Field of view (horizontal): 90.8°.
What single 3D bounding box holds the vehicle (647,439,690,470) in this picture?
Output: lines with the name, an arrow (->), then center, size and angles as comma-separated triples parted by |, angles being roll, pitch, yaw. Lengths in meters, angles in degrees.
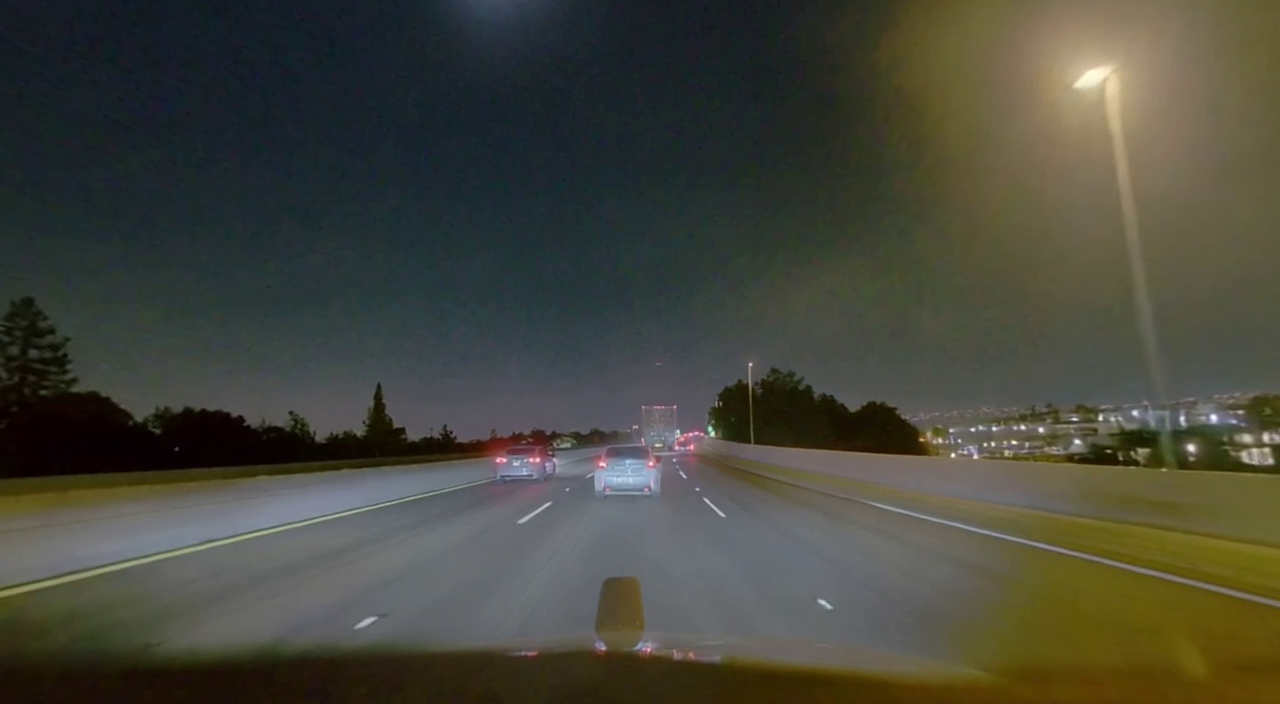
vehicle -> 1.607, 6.019, 37.298 | 2.166, 1.666, 4.618 | 0, -9, -2

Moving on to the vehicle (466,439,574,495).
vehicle -> -3.467, 3.458, 19.385 | 2.130, 1.474, 5.027 | -1, -9, 2

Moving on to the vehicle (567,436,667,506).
vehicle -> -0.437, 2.866, 15.568 | 2.136, 1.470, 3.971 | -1, -9, 2
